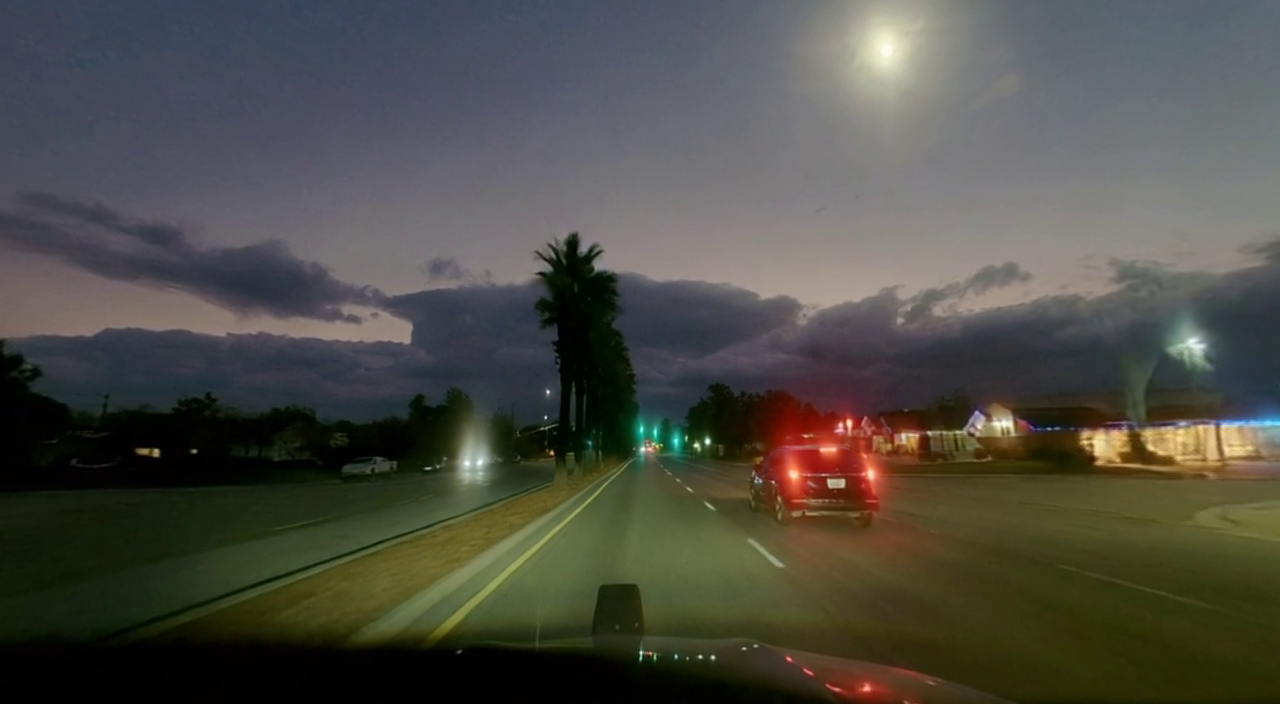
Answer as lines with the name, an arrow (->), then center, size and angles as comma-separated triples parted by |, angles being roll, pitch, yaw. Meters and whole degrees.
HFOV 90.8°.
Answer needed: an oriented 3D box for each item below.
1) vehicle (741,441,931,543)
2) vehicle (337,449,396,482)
vehicle -> 3.288, 2.443, 11.772 | 1.989, 1.492, 4.689 | 0, -9, -1
vehicle -> -18.990, 7.916, 44.067 | 1.987, 1.998, 4.642 | -3, -10, 1
